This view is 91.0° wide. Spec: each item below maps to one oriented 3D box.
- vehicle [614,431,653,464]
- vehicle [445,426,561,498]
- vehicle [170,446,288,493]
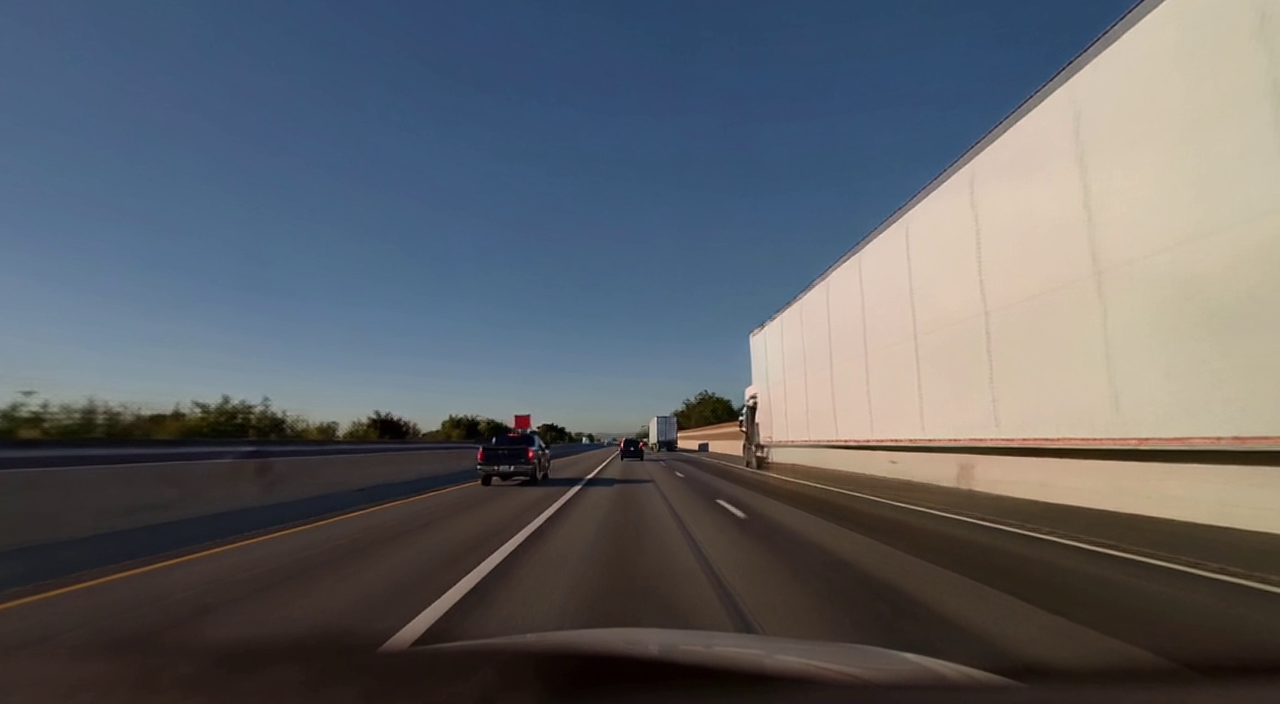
[{"bbox_3d":[-0.462,6.397,42.252,2.456,2.007,4.728,0,-8,-2],"label":"vehicle"},{"bbox_3d":[-3.703,3.060,18.008,2.326,1.761,4.450,0,-8,0],"label":"vehicle"},{"bbox_3d":[-18.011,5.112,27.908,2.099,1.847,4.724,0,-8,-1],"label":"vehicle"}]
